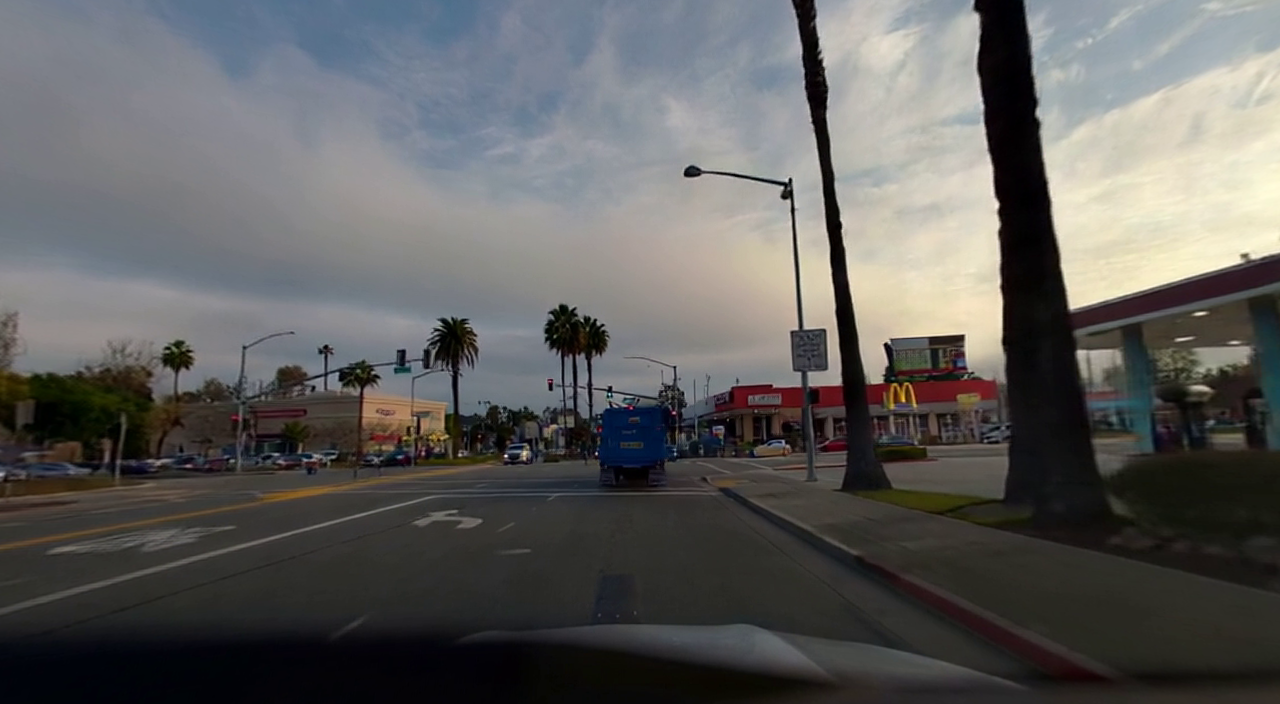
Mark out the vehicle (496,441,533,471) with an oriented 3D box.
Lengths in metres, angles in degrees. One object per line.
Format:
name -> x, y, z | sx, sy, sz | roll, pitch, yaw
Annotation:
vehicle -> -7.592, 6.321, 38.584 | 1.997, 1.679, 4.263 | 1, -8, -9

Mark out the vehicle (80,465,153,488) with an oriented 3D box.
vehicle -> -35.903, 8.507, 43.421 | 1.834, 1.383, 3.707 | 0, -8, -1

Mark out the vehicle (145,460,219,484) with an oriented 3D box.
vehicle -> -31.164, 8.164, 43.164 | 1.766, 1.428, 4.337 | 0, -8, 1

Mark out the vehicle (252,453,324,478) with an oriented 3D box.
vehicle -> -27.645, 8.923, 49.698 | 4.583, 1.556, 1.893 | -4, -8, -1

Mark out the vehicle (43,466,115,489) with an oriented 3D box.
vehicle -> -38.183, 8.557, 43.098 | 1.713, 1.362, 3.605 | 0, -8, -2

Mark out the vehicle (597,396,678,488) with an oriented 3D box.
vehicle -> 0.094, 3.355, 23.506 | 2.463, 2.954, 5.938 | -1, -8, 5
